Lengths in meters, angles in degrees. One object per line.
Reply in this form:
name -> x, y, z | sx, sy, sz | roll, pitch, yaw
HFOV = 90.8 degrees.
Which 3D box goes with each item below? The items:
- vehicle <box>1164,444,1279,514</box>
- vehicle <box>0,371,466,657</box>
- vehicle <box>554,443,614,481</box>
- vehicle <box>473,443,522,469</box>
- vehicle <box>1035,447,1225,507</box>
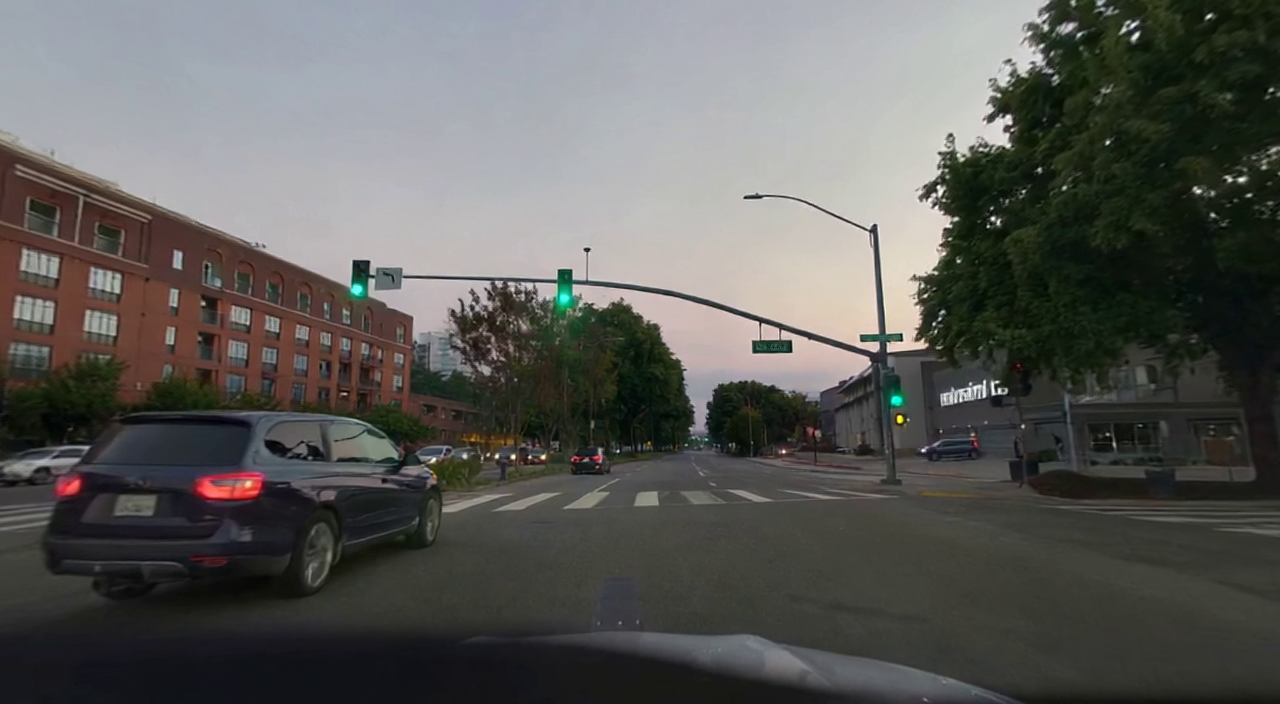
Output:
vehicle -> 15.051, 2.950, 15.178 | 4.668, 1.467, 2.103 | 5, -10, -29
vehicle -> -3.770, 1.412, 6.630 | 2.305, 1.833, 4.912 | -1, -9, 2
vehicle -> -2.435, 4.923, 28.614 | 1.976, 1.571, 4.649 | -1, -9, 4
vehicle -> -10.069, 7.384, 45.082 | 2.016, 1.710, 4.734 | -1, -9, 5
vehicle -> 13.758, 3.391, 17.702 | 5.074, 1.442, 2.216 | 4, -10, -28
